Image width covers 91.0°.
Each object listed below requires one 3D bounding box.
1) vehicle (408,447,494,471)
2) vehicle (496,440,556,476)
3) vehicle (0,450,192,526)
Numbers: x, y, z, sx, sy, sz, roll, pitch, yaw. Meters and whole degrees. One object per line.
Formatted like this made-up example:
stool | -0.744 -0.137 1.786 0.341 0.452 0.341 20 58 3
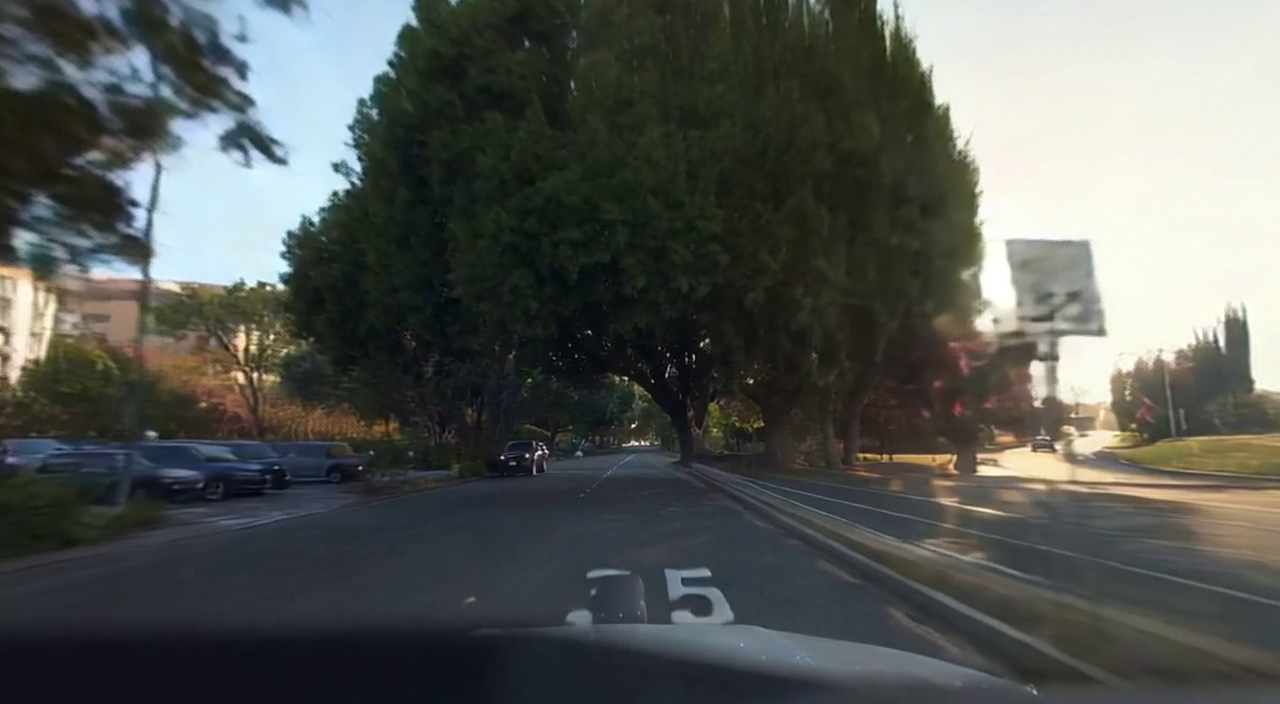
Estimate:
vehicle | -14.015 7.941 46.954 5.742 1.668 2.296 1 -8 -2
vehicle | -6.522 6.106 36.692 2.350 1.892 5.542 0 -8 1
vehicle | -13.219 2.899 13.713 5.300 1.432 1.951 1 -9 -2
